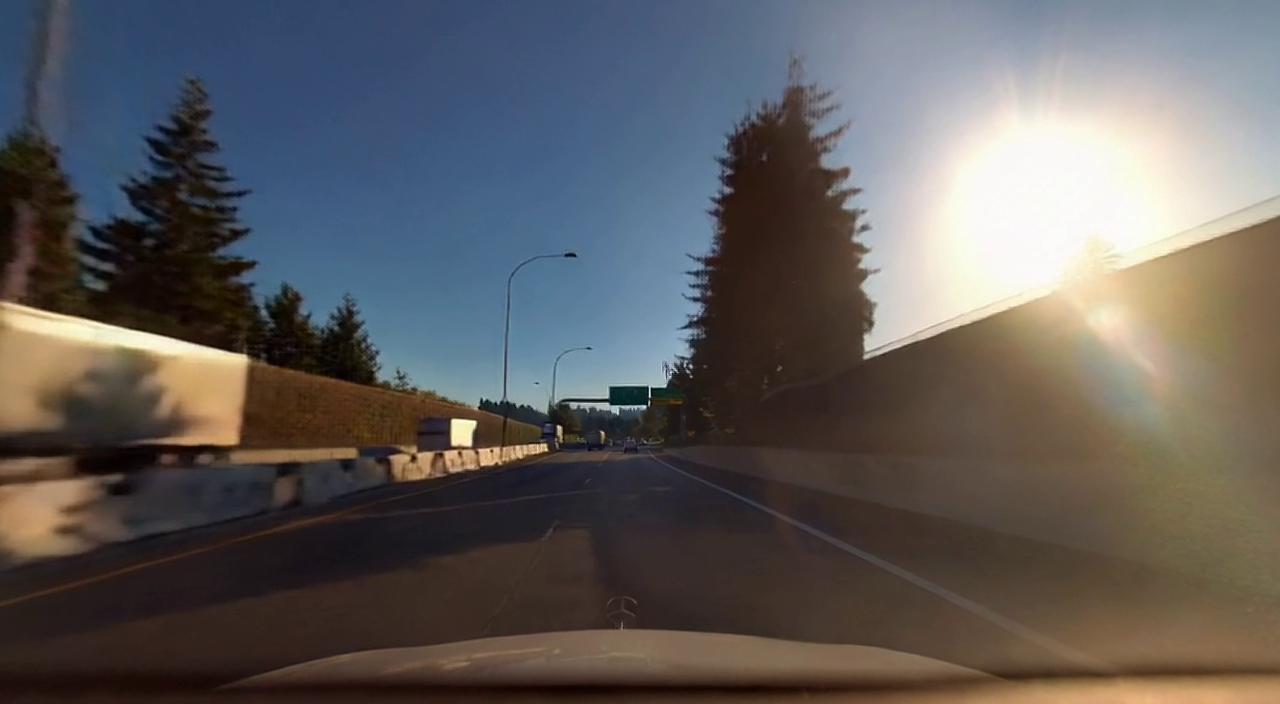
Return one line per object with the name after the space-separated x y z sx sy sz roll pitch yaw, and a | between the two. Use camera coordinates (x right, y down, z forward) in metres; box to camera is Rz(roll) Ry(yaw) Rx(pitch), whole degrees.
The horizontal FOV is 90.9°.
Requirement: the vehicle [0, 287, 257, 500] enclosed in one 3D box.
-13.995 1.356 16.191 2.894 4.114 8.618 1 -8 -1 | vehicle
